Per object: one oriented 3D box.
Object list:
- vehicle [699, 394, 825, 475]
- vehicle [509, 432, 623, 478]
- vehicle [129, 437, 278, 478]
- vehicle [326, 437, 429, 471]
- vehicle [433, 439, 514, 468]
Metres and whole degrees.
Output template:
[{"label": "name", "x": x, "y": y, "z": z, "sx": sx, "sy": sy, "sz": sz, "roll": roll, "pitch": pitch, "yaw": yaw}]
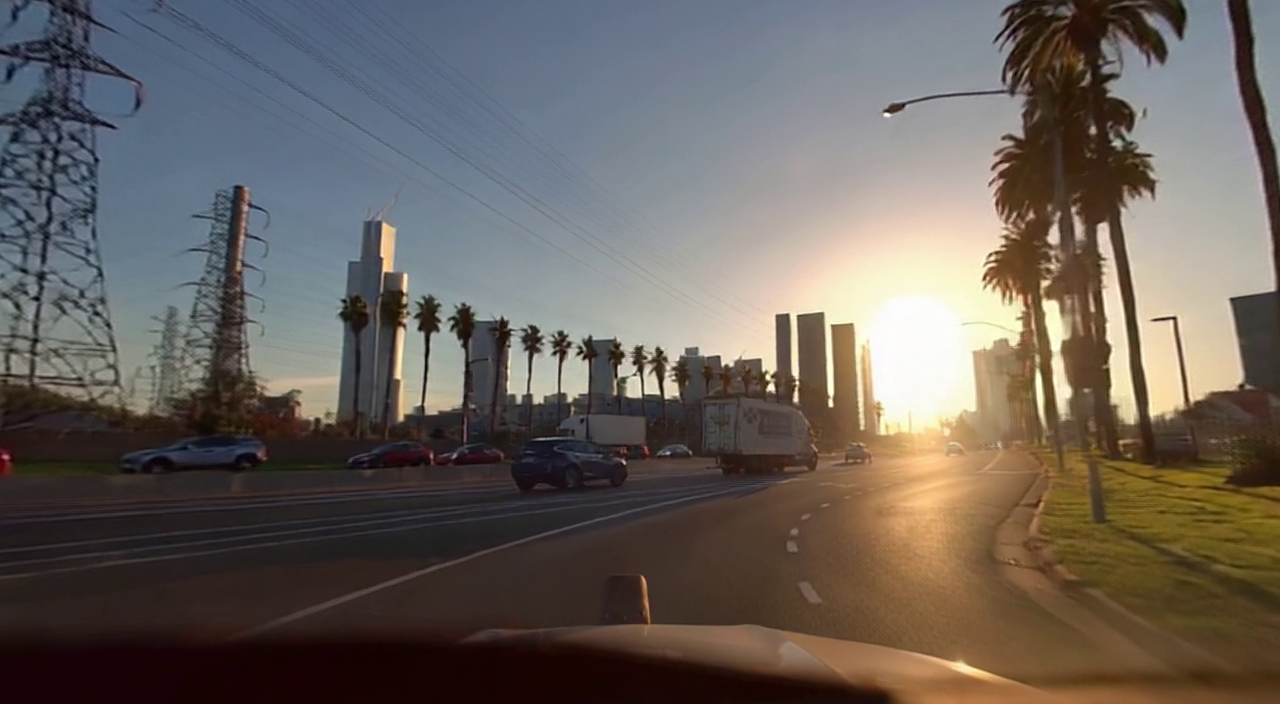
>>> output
[{"label": "vehicle", "x": 7.432, "y": 4.822, "z": 36.508, "sx": 2.903, "sy": 3.933, "sz": 11.567, "roll": -5, "pitch": -10, "yaw": 32}, {"label": "vehicle", "x": -3.364, "y": 4.884, "z": 30.327, "sx": 2.266, "sy": 1.950, "sz": 5.866, "roll": -5, "pitch": -10, "yaw": 31}, {"label": "vehicle", "x": -17.188, "y": 4.153, "z": 25.055, "sx": 1.792, "sy": 1.451, "sz": 4.419, "roll": -5, "pitch": -10, "yaw": 32}, {"label": "vehicle", "x": -13.244, "y": 5.144, "z": 32.061, "sx": 1.847, "sy": 1.567, "sz": 4.532, "roll": -5, "pitch": -10, "yaw": 32}, {"label": "vehicle", "x": -9.624, "y": 5.971, "z": 36.785, "sx": 1.785, "sy": 1.502, "sz": 4.457, "roll": -6, "pitch": -13, "yaw": 32}]
